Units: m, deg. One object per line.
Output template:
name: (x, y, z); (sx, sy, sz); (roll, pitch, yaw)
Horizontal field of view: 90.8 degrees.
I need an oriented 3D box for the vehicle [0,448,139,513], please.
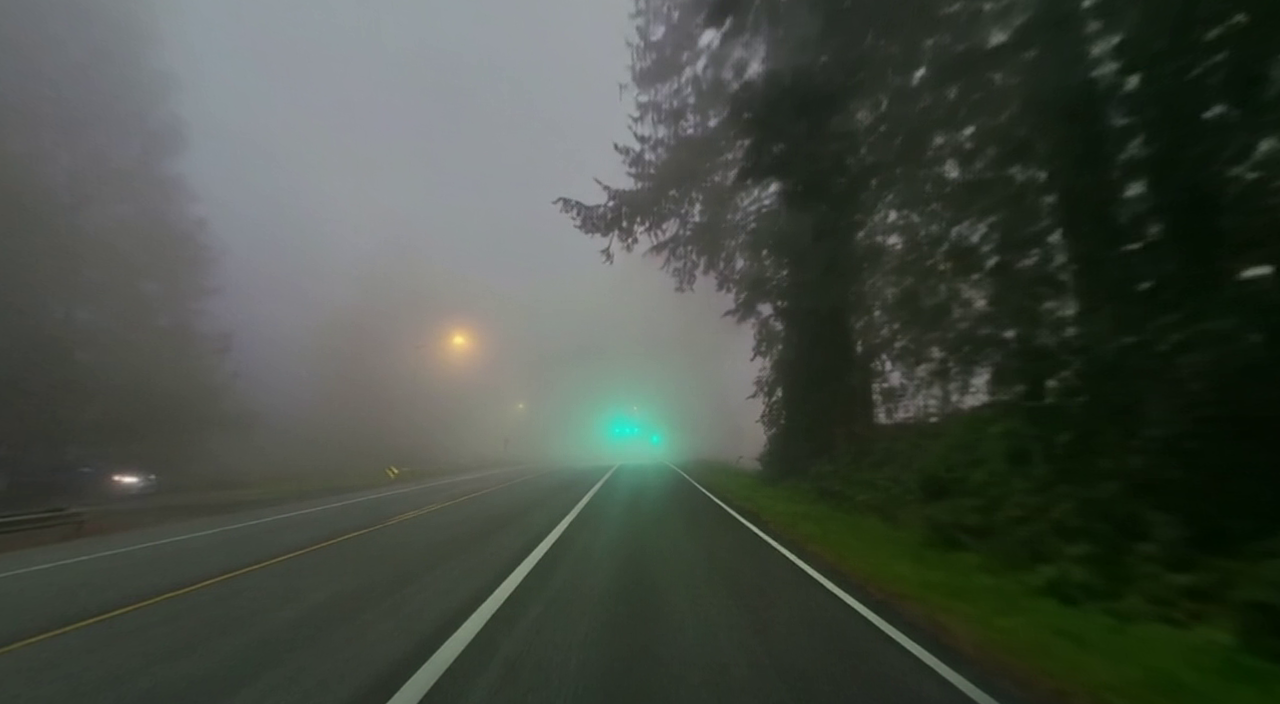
vehicle: (-20.549, 4.469, 21.896); (4.655, 1.832, 2.227); (-5, -7, 2)
